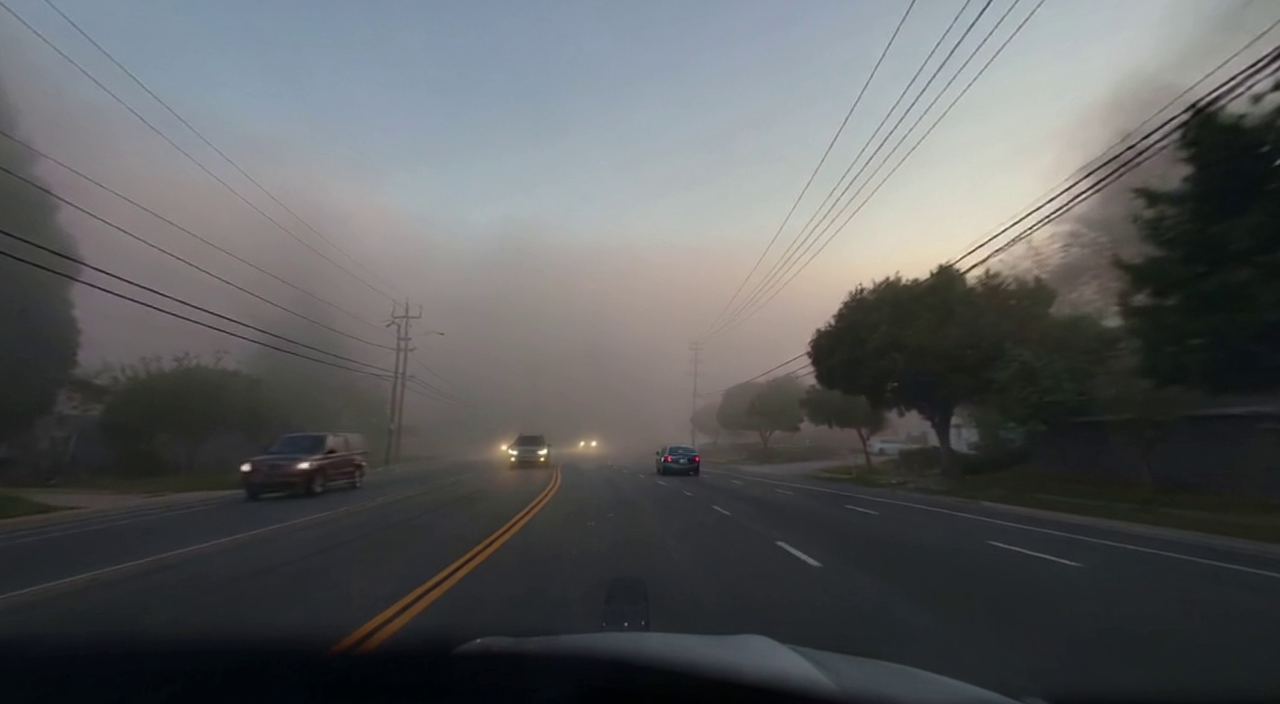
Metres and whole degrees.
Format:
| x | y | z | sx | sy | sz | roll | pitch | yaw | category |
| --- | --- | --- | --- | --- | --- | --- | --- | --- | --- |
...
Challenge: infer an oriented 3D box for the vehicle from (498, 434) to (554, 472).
| x | y | z | sx | sy | sz | roll | pitch | yaw | category |
| --- | --- | --- | --- | --- | --- | --- | --- | --- | --- |
| -5.624 | 5.055 | 31.716 | 2.205 | 1.769 | 4.589 | 0 | -9 | -3 | vehicle |

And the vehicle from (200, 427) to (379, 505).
| x | y | z | sx | sy | sz | roll | pitch | yaw | category |
| --- | --- | --- | --- | --- | --- | --- | --- | --- | --- |
| -8.533 | 2.813 | 15.919 | 2.169 | 1.656 | 4.378 | 0 | -9 | -3 | vehicle |

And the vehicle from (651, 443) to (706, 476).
| x | y | z | sx | sy | sz | roll | pitch | yaw | category |
| --- | --- | --- | --- | --- | --- | --- | --- | --- | --- |
| 1.752 | 5.108 | 30.264 | 1.982 | 1.451 | 4.152 | 1 | -9 | -6 | vehicle |

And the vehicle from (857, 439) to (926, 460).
| x | y | z | sx | sy | sz | roll | pitch | yaw | category |
| --- | --- | --- | --- | --- | --- | --- | --- | --- | --- |
| 19.088 | 7.387 | 47.945 | 4.444 | 1.479 | 1.913 | 1 | -7 | -7 | vehicle |
